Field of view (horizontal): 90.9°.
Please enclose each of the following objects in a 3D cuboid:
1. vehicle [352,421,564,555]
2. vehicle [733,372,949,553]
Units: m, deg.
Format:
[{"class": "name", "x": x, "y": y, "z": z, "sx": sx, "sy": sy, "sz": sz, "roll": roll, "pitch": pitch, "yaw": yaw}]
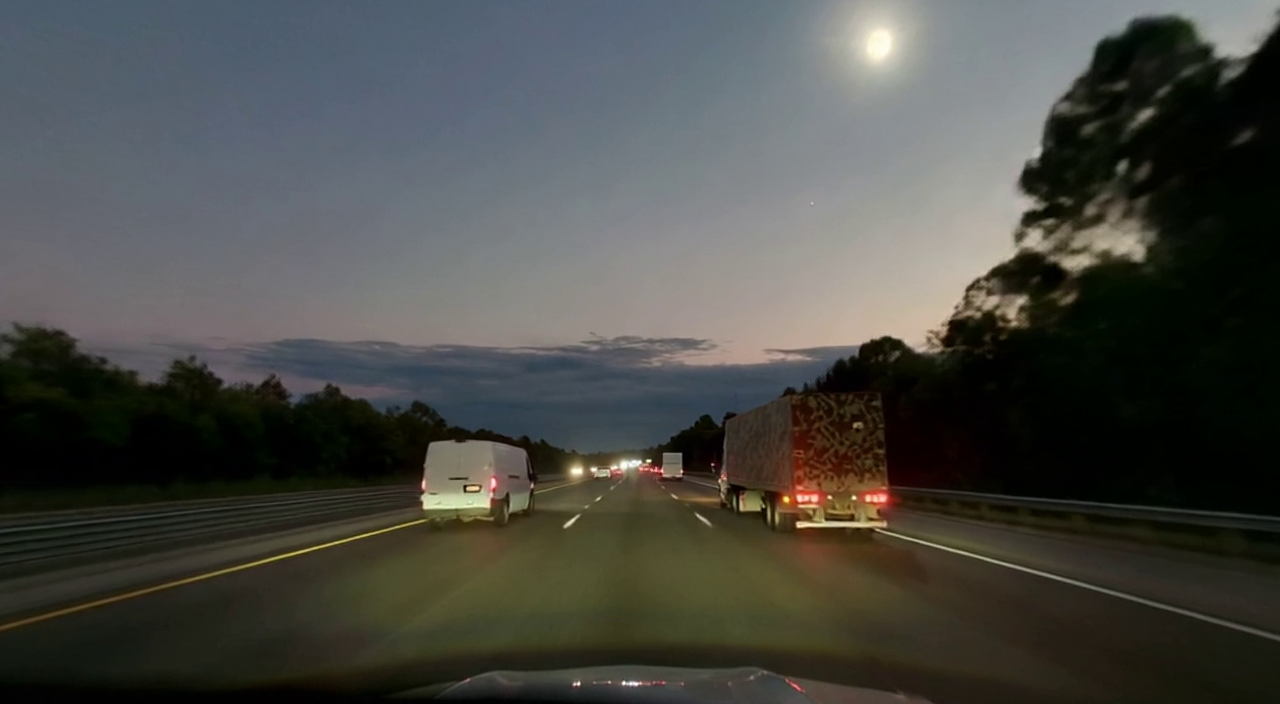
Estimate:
[{"class": "vehicle", "x": -3.007, "y": 2.476, "z": 11.942, "sx": 2.378, "sy": 1.930, "sz": 5.086, "roll": 1, "pitch": -10, "yaw": 1}, {"class": "vehicle", "x": 3.744, "y": 2.307, "z": 13.192, "sx": 2.703, "sy": 2.988, "sz": 5.097, "roll": 1, "pitch": -10, "yaw": -1}]
